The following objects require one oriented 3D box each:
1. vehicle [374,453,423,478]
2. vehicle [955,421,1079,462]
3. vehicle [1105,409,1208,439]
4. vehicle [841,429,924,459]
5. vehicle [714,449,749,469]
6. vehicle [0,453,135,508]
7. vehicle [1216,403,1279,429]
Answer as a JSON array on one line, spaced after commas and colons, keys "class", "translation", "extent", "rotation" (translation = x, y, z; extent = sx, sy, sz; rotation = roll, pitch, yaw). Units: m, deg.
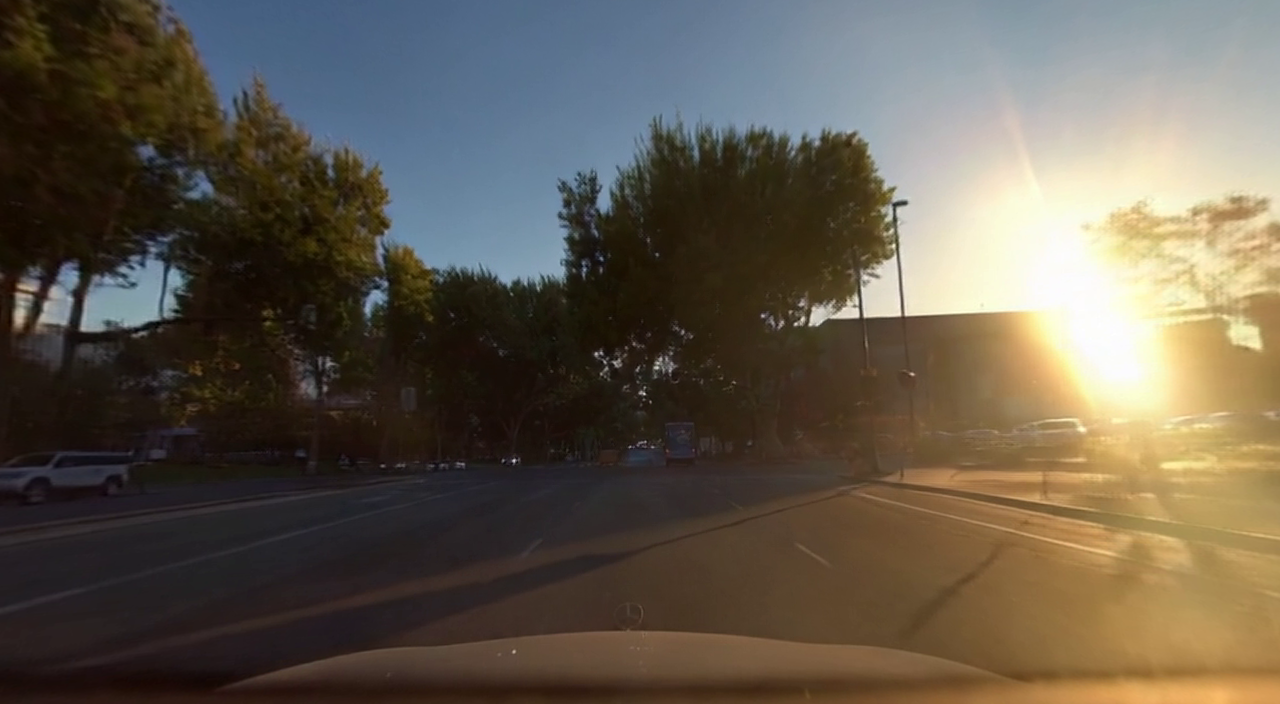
[{"class": "vehicle", "translation": [-18.872, 8.880, 49.513], "extent": [2.027, 1.678, 4.654], "rotation": [-3, -8, 1]}, {"class": "vehicle", "translation": [17.394, 4.139, 29.292], "extent": [4.329, 1.502, 2.122], "rotation": [-4, -4, 6]}, {"class": "vehicle", "translation": [31.420, 4.408, 38.475], "extent": [4.318, 1.476, 1.940], "rotation": [-4, -9, 6]}, {"class": "vehicle", "translation": [15.323, 5.885, 40.071], "extent": [4.432, 1.523, 1.908], "rotation": [-4, -12, 6]}, {"class": "vehicle", "translation": [7.175, 8.431, 49.924], "extent": [1.919, 1.449, 4.561], "rotation": [0, -8, -2]}, {"class": "vehicle", "translation": [-19.184, 4.110, 20.407], "extent": [1.958, 1.492, 4.580], "rotation": [-4, -8, 0]}, {"class": "vehicle", "translation": [37.864, 3.864, 37.939], "extent": [4.444, 1.455, 1.834], "rotation": [-1, -8, 1]}]
